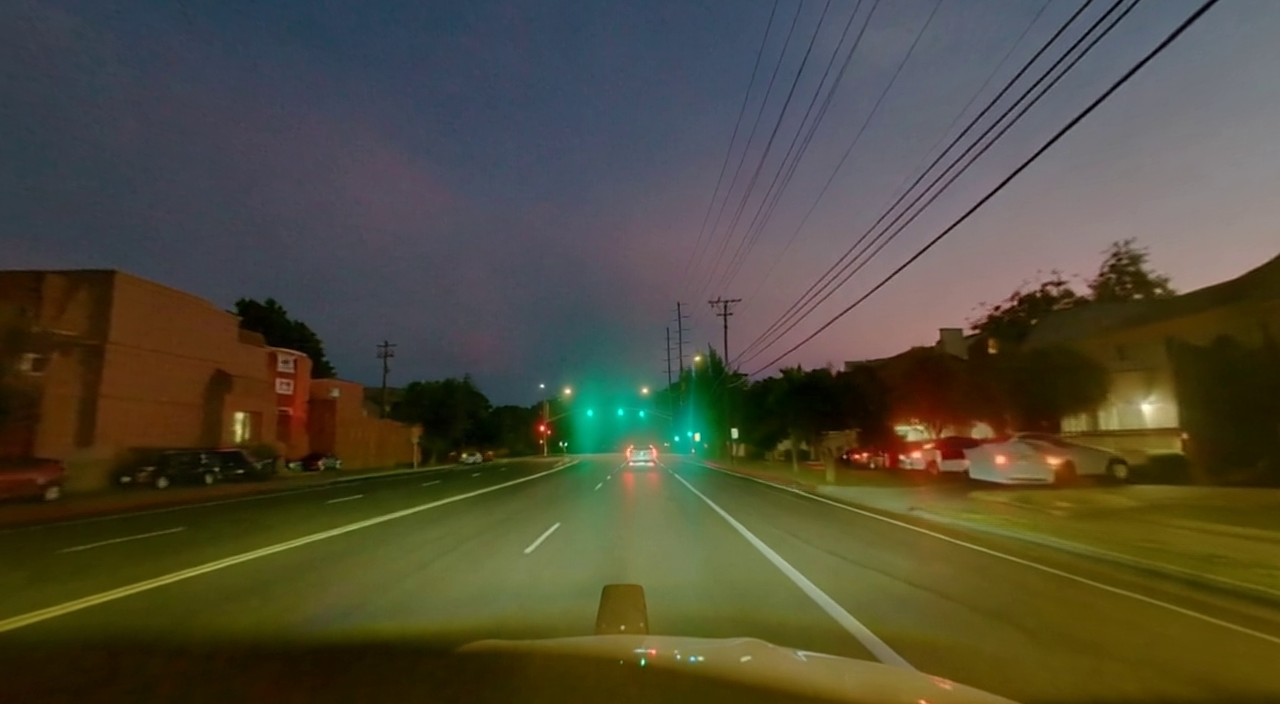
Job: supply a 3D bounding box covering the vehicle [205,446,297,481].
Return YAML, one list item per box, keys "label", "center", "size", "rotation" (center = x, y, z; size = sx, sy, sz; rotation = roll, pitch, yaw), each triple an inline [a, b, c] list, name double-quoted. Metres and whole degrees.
- label: "vehicle"
  center: [-20.260, 5.813, 33.104]
  size: [1.973, 1.700, 4.475]
  rotation: [0, -9, -1]

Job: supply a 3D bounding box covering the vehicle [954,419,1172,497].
- label: "vehicle"
  center: [11.668, 2.952, 17.729]
  size: [4.305, 1.997, 2.453]
  rotation: [0, -9, -1]

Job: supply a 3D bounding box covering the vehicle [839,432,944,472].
- label: "vehicle"
  center: [12.664, 5.049, 31.923]
  size: [4.412, 1.878, 2.048]
  rotation: [-1, -8, -1]

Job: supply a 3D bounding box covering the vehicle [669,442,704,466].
- label: "vehicle"
  center: [3.138, 6.983, 43.294]
  size: [2.002, 1.511, 4.124]
  rotation: [1, -9, 0]

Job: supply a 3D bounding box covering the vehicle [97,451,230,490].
- label: "vehicle"
  center: [-20.099, 4.993, 26.919]
  size: [2.050, 1.501, 4.588]
  rotation: [0, -9, 1]

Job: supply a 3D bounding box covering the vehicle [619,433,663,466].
- label: "vehicle"
  center: [0.072, 6.577, 42.689]
  size: [2.769, 2.087, 5.130]
  rotation: [0, -9, 0]

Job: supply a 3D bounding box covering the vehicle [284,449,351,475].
- label: "vehicle"
  center: [-20.436, 6.951, 40.156]
  size: [1.865, 1.506, 4.706]
  rotation: [0, -9, -1]
